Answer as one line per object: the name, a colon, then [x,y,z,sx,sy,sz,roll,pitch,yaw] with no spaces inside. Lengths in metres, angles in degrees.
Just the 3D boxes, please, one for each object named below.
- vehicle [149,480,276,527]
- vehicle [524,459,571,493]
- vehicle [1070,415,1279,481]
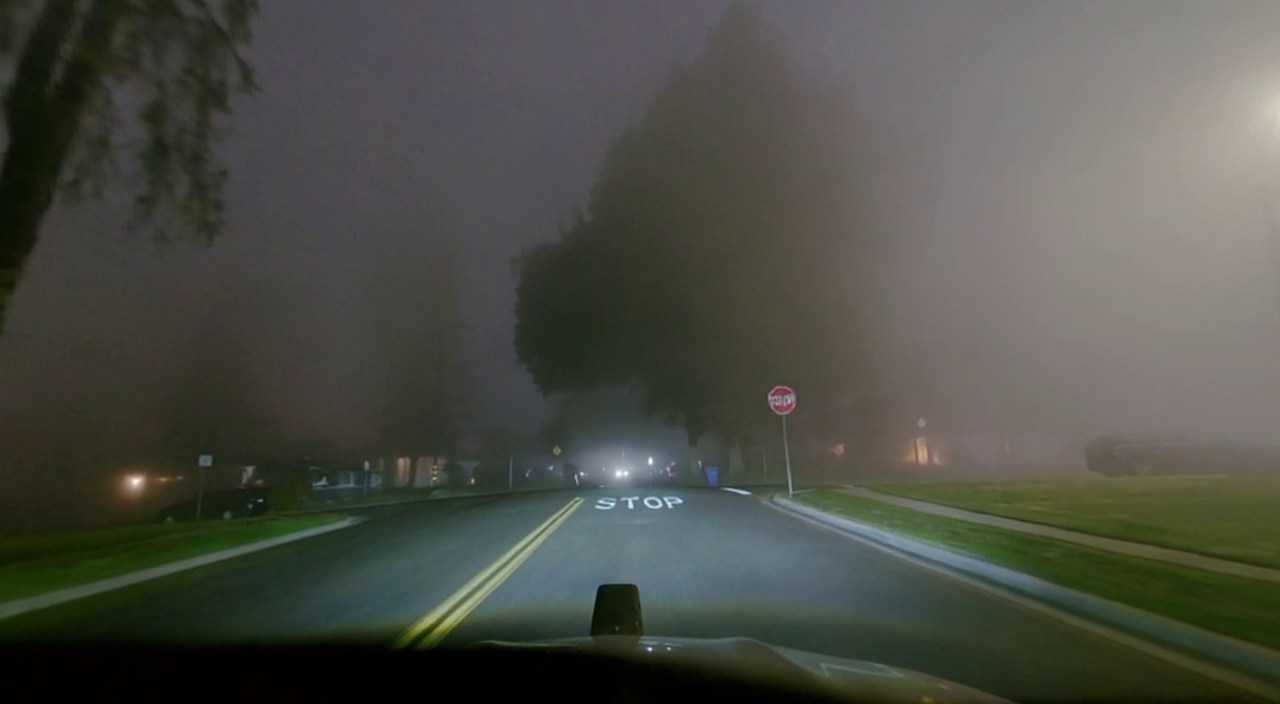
vehicle: [-18.521,6.558,27.445,4.274,1.626,2.093,-6,-10,11]
vehicle: [-6.048,8.155,41.822,2.149,1.823,4.613,-6,-10,1]
vehicle: [16.768,2.997,19.675,4.982,1.874,2.133,-3,-9,12]
